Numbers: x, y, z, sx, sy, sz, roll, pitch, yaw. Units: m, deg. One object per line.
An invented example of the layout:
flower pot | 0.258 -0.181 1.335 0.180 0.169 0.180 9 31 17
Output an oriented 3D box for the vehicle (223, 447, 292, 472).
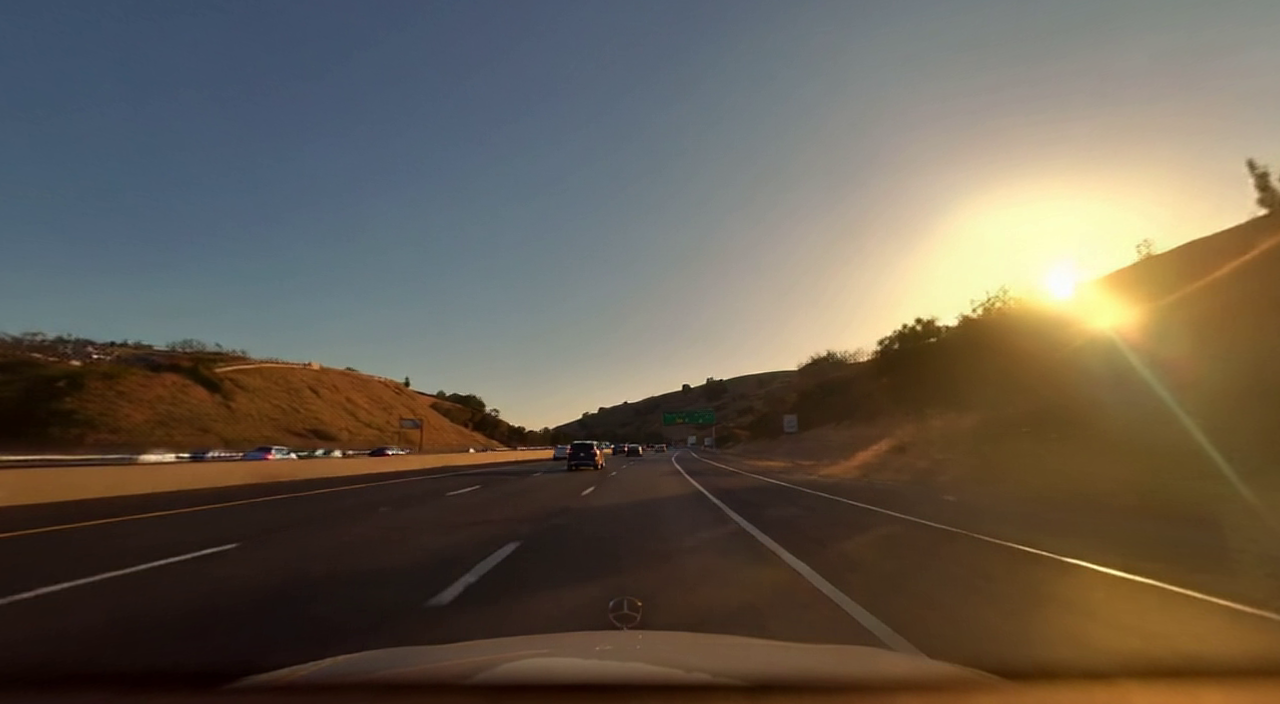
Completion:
vehicle | -27.527 7.715 45.361 2.016 1.671 4.537 0 -8 2

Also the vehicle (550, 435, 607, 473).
vehicle | -3.189 5.459 33.868 2.413 1.896 5.218 0 -8 1
